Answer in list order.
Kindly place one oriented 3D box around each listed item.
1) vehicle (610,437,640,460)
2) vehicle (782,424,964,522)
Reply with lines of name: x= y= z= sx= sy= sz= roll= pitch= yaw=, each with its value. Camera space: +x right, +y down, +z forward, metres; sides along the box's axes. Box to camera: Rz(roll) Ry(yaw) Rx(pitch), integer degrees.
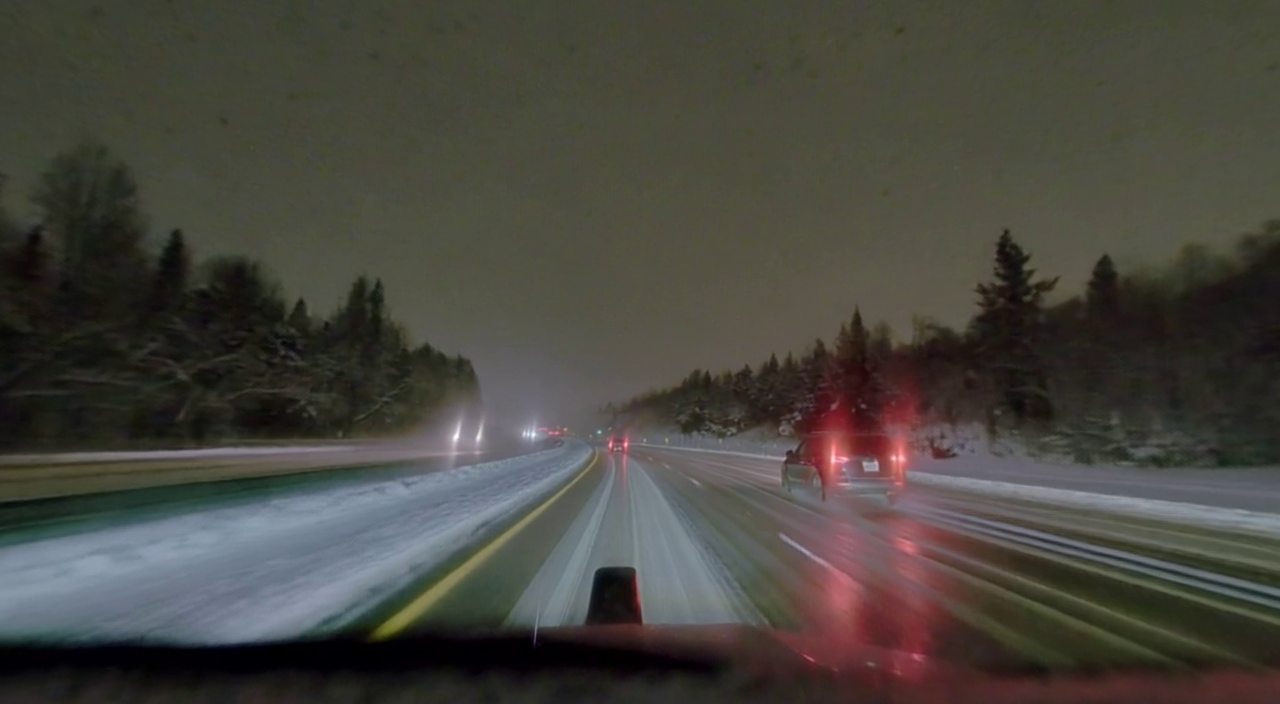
vehicle: x=-1.092 y=6.719 z=43.731 sx=1.998 sy=1.512 sz=3.735 roll=0 pitch=-8 yaw=-3
vehicle: x=4.047 y=2.144 z=11.663 sx=1.852 sy=1.513 sz=3.652 roll=0 pitch=-8 yaw=-2
